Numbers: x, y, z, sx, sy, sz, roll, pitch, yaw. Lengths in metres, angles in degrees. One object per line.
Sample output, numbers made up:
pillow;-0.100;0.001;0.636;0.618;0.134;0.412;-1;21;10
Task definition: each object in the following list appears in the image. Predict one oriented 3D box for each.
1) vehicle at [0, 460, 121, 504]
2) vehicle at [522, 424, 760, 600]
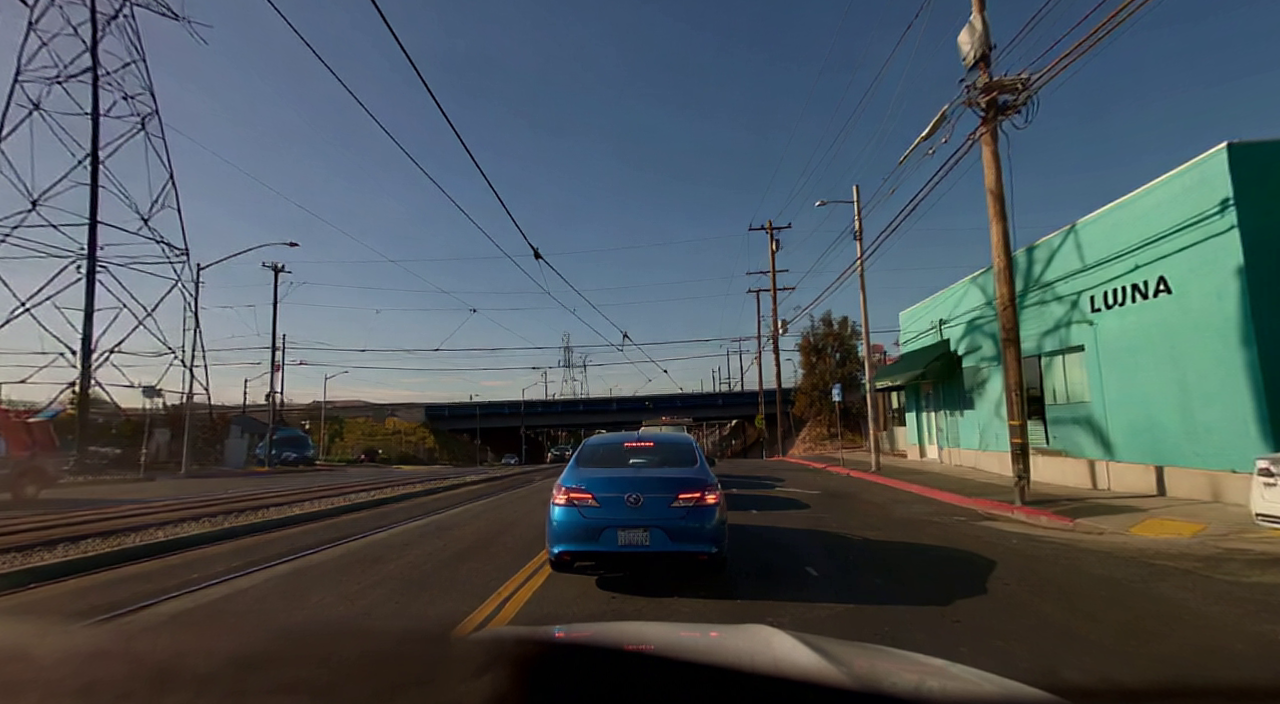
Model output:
vehicle;-21.916;4.680;22.858;4.566;1.453;1.935;-1;-9;5
vehicle;0.095;1.711;7.624;2.090;1.518;4.033;-1;-9;3
